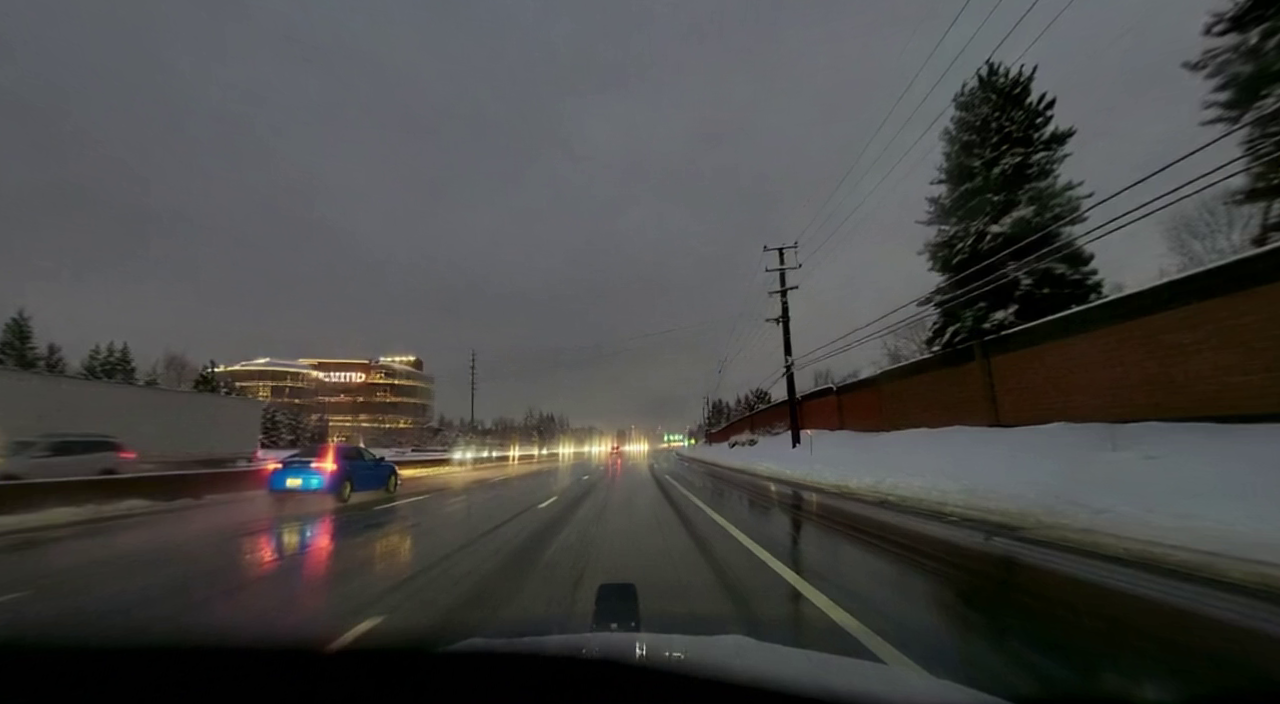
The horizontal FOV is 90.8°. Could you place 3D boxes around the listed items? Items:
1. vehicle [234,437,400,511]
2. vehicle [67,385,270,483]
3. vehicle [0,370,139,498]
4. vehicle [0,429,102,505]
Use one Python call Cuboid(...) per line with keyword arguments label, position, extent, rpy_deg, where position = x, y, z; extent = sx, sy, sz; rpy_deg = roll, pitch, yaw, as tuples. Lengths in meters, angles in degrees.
Cuboid(label="vehicle", position=(-7.682, 2.917, 15.550), extent=(2.013, 1.574, 3.923), rpy_deg=(0, -8, -1))
Cuboid(label="vehicle", position=(-22.261, 4.069, 30.830), extent=(2.853, 4.066, 8.898), rpy_deg=(0, -8, 0))
Cuboid(label="vehicle", position=(-22.192, 2.461, 19.135), extent=(2.983, 4.074, 13.437), rpy_deg=(0, -8, 0))
Cuboid(label="vehicle", position=(-14.556, 2.436, 13.355), extent=(1.987, 1.595, 4.976), rpy_deg=(0, -9, -1))
